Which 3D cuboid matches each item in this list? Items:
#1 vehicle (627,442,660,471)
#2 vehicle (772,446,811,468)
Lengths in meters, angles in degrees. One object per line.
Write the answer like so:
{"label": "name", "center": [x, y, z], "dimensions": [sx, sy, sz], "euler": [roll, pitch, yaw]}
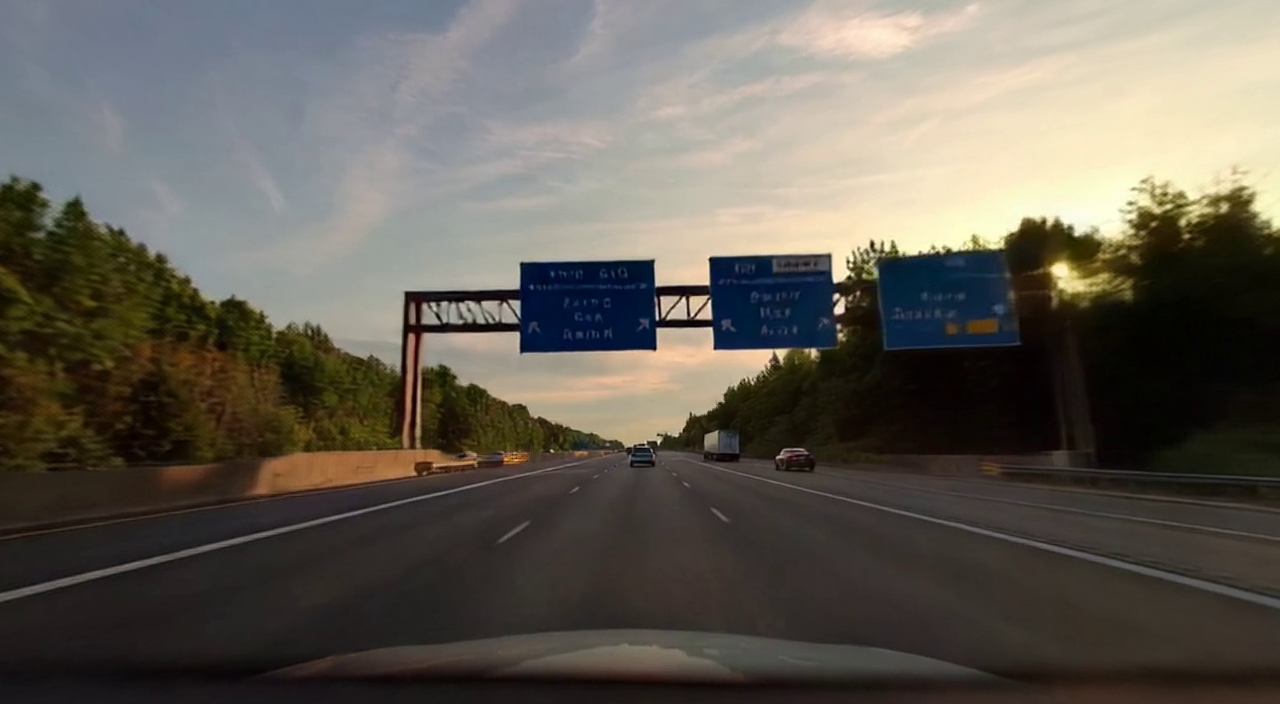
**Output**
{"label": "vehicle", "center": [0.226, 7.239, 43.819], "dimensions": [2.167, 1.847, 4.097], "euler": [0, -9, 0]}
{"label": "vehicle", "center": [11.797, 8.213, 49.401], "dimensions": [1.989, 1.591, 4.348], "euler": [0, -9, 0]}
